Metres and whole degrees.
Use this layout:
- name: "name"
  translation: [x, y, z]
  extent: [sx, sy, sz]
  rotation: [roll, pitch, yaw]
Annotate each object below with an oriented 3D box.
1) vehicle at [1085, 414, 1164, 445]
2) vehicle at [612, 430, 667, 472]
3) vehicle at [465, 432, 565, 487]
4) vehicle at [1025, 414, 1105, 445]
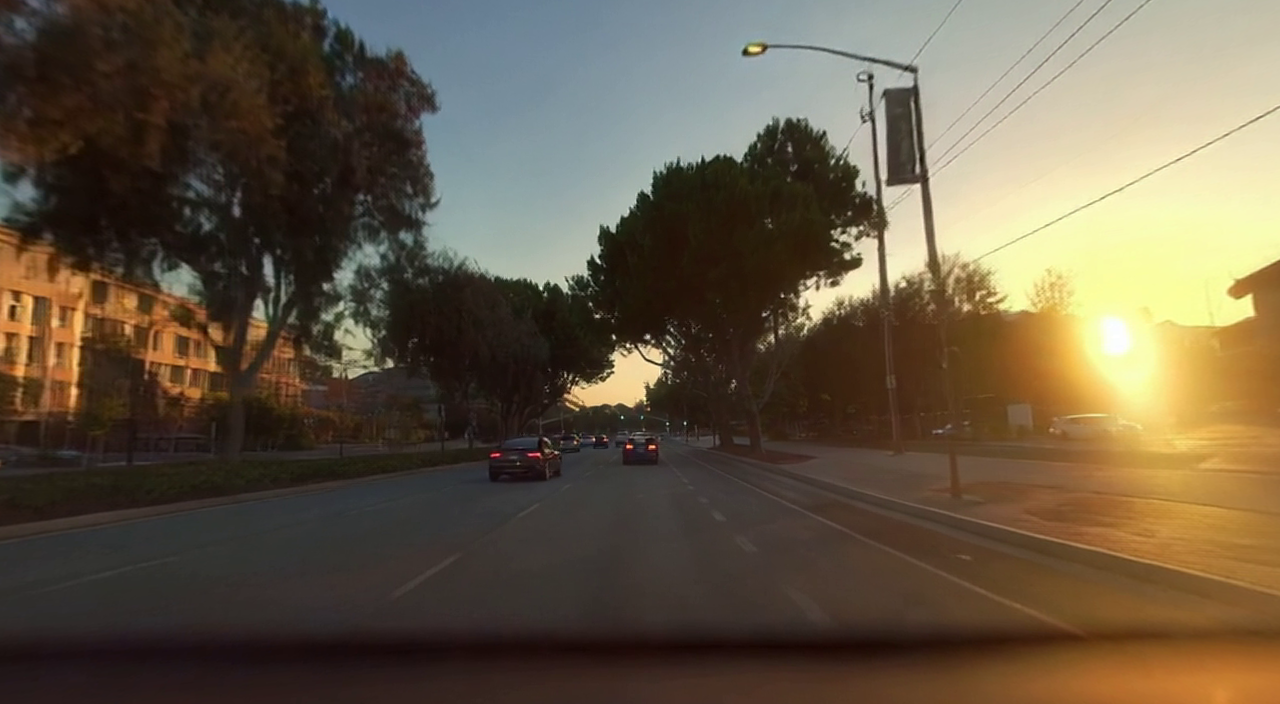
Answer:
- name: "vehicle"
  translation: [24.461, 3.981, 31.985]
  extent: [1.741, 1.416, 3.831]
  rotation: [-2, -9, 15]
- name: "vehicle"
  translation: [-0.037, 4.288, 27.520]
  extent: [2.199, 1.652, 4.101]
  rotation: [0, -8, 0]
- name: "vehicle"
  translation: [-3.711, 3.298, 19.672]
  extent: [1.942, 1.462, 4.905]
  rotation: [0, -8, 2]
- name: "vehicle"
  translation: [21.955, 4.070, 32.820]
  extent: [1.833, 1.471, 4.656]
  rotation: [-2, -9, 13]
